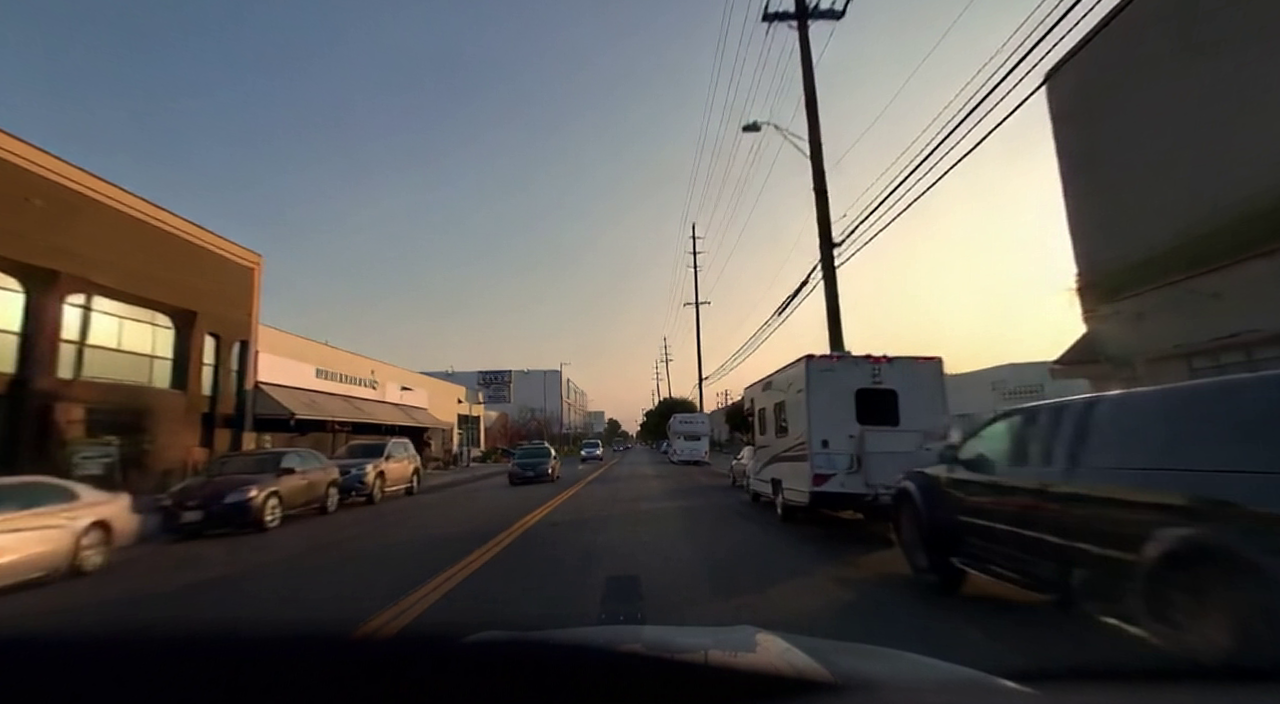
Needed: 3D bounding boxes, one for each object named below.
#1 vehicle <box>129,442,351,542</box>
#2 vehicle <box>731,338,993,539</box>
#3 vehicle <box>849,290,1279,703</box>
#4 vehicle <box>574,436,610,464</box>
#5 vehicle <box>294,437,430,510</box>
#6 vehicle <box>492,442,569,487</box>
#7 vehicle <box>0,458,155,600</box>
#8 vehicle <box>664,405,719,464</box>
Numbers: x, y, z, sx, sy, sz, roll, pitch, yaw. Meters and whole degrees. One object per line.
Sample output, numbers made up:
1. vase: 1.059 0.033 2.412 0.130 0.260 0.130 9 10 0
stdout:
1. vehicle: -7.966 2.759 13.212 1.903 1.710 4.322 0 -8 -2
2. vehicle: 3.720 1.722 12.555 2.880 2.959 6.375 0 -8 1
3. vehicle: 3.658 1.016 4.480 2.218 1.956 5.916 0 -8 -1
4. vehicle: -3.652 7.523 48.635 2.307 1.998 4.734 0 -8 1
5. vehicle: -7.940 3.479 18.669 2.001 1.830 4.735 0 -8 -2
6. vehicle: -3.924 4.116 23.490 1.966 1.482 4.473 0 -8 1
7. vehicle: -7.778 1.941 6.834 1.759 1.461 4.308 0 -8 -2
8. vehicle: 3.787 6.541 48.890 3.029 3.860 7.726 -4 -10 -3
